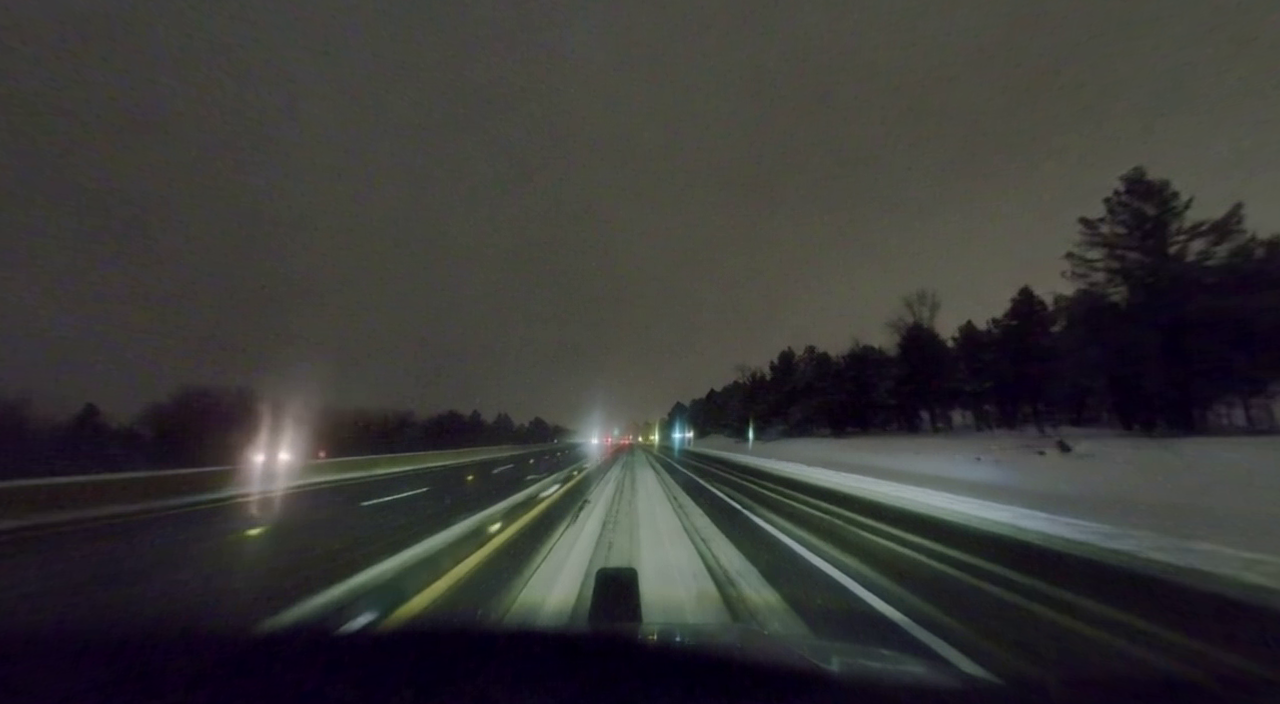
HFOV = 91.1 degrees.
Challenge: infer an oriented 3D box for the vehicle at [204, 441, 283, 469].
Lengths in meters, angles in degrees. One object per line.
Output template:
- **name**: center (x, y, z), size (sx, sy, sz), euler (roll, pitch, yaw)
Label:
- **vehicle**: center (-23.750, 6.172, 37.888), size (1.963, 1.533, 4.321), euler (0, -8, -1)
